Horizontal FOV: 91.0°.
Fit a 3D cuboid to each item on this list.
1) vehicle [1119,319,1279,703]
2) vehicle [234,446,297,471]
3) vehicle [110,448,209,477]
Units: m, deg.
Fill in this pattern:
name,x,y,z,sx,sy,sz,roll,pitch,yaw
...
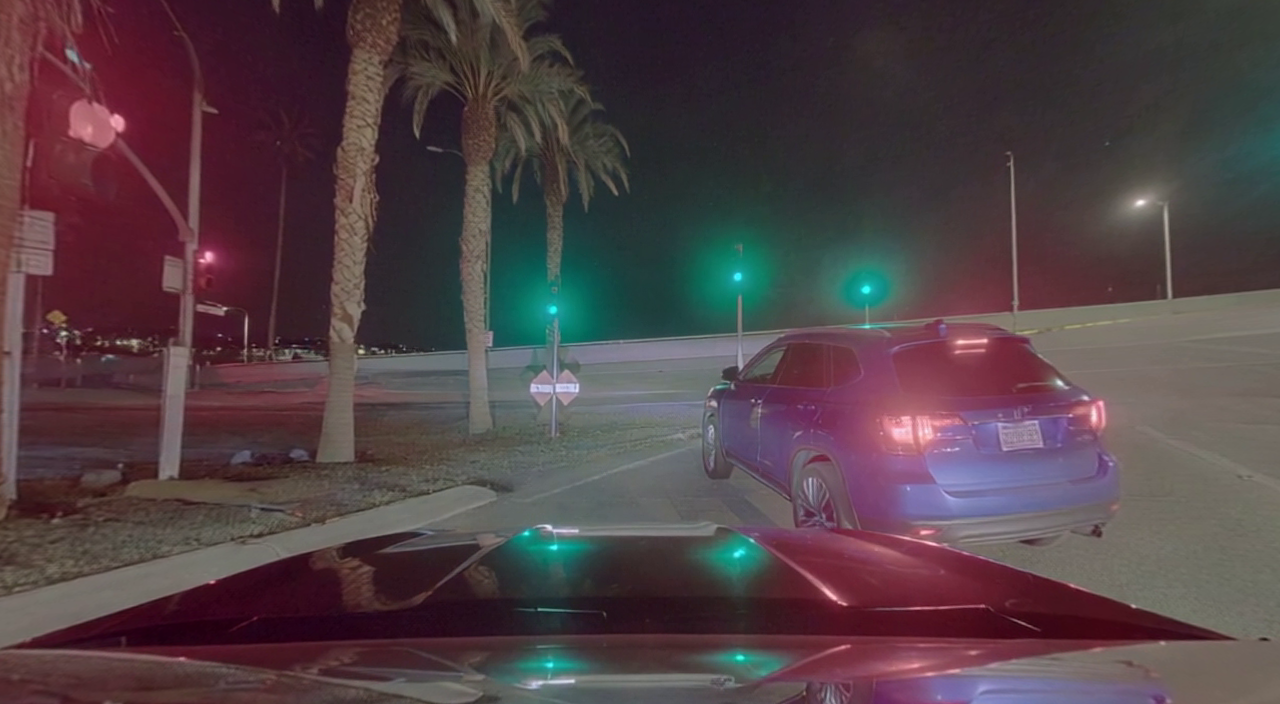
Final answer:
name,x,y,z,sx,sy,sz,roll,pitch,yaw
vehicle,3.443,0.518,0.717,2.028,1.770,4.737,0,-8,0
vehicle,-26.277,7.452,44.365,1.941,1.631,4.017,0,-8,0
vehicle,-26.587,6.114,35.037,1.830,1.443,4.551,0,-8,2
